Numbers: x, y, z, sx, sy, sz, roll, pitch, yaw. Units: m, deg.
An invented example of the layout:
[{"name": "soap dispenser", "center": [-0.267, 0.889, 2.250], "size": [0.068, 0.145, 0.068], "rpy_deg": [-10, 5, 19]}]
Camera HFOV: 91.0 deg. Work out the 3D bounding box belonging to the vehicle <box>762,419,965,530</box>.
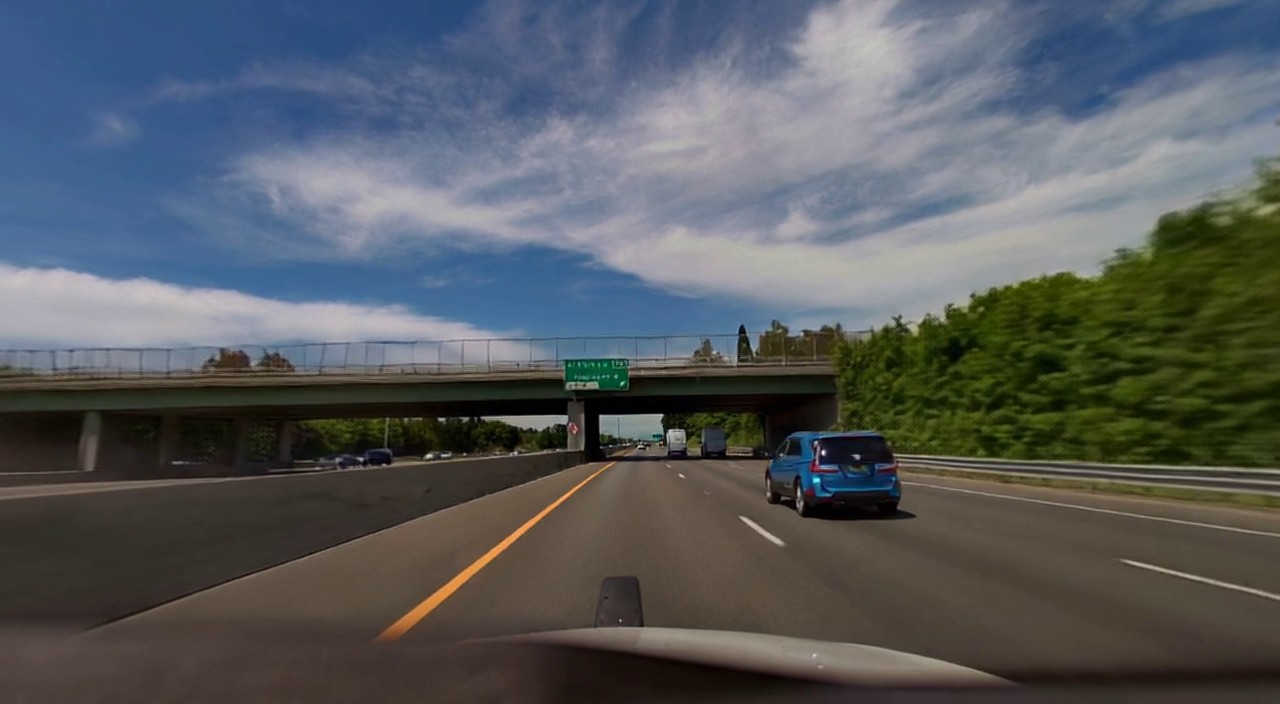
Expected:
[{"name": "vehicle", "center": [3.885, 2.216, 11.987], "size": [2.148, 1.691, 4.443], "rpy_deg": [0, -8, -1]}]
